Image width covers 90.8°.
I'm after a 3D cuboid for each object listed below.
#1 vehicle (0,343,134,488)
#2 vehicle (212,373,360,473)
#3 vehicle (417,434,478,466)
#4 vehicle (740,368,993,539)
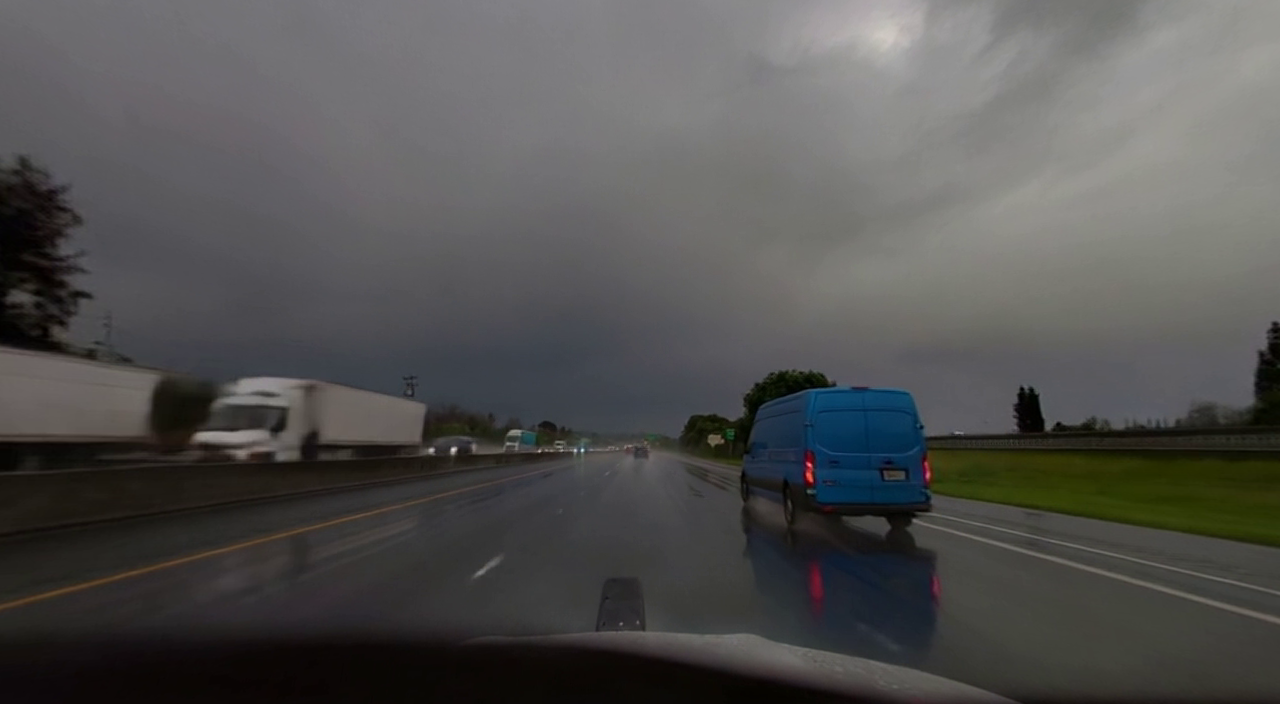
[{"bbox_3d":[-19.534,1.435,15.423,2.848,4.058,13.834,0,-9,0],"label":"vehicle"},{"bbox_3d":[-15.267,3.235,27.852,2.929,3.922,5.878,0,-9,0],"label":"vehicle"},{"bbox_3d":[-11.362,5.817,37.574,2.077,1.737,4.995,0,-9,0],"label":"vehicle"},{"bbox_3d":[3.886,2.008,12.750,2.552,2.524,6.630,0,-9,-1],"label":"vehicle"}]
